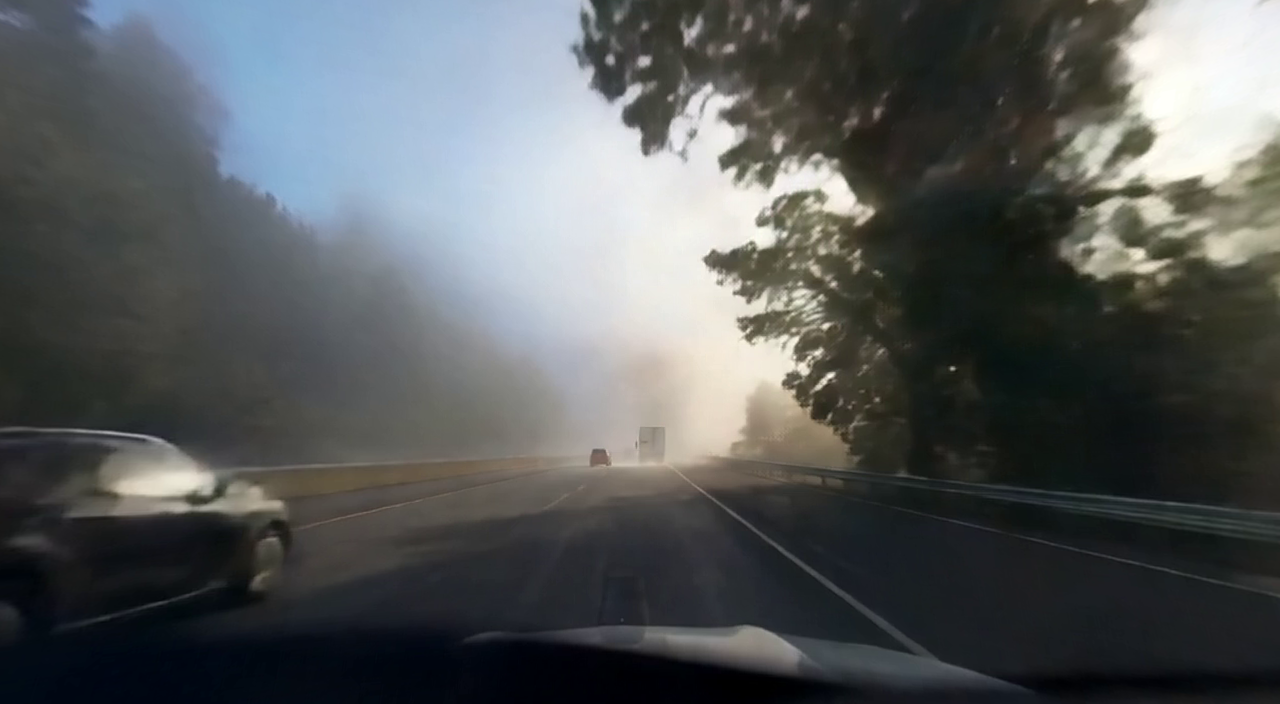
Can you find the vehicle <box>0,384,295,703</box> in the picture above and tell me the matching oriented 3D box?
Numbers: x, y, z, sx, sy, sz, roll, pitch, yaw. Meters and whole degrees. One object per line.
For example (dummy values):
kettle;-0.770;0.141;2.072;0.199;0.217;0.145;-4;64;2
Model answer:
vehicle;-3.933;1.001;3.090;2.057;1.618;4.212;0;-9;0
